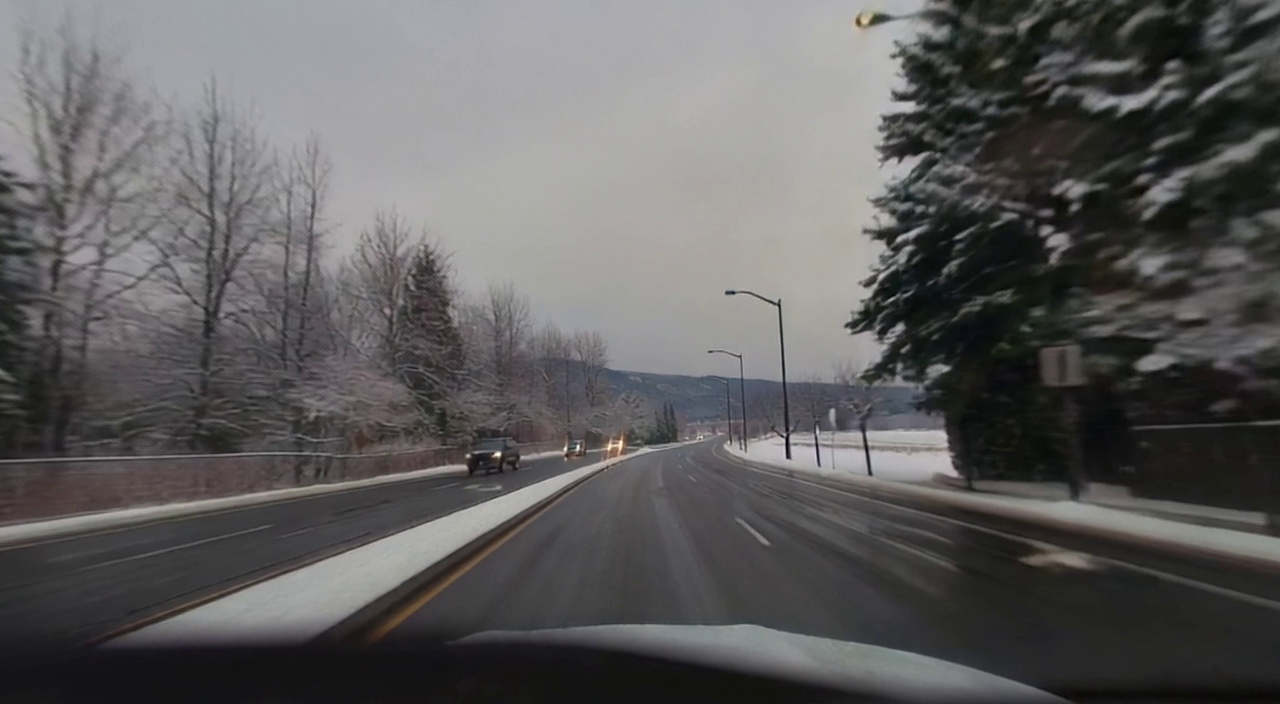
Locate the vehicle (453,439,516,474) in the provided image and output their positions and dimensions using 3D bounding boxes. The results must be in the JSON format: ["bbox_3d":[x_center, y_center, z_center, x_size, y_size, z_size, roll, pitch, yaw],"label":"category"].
[{"bbox_3d":[-8.099,5.477,33.401,2.058,1.680,4.315,0,-8,2],"label":"vehicle"}]
